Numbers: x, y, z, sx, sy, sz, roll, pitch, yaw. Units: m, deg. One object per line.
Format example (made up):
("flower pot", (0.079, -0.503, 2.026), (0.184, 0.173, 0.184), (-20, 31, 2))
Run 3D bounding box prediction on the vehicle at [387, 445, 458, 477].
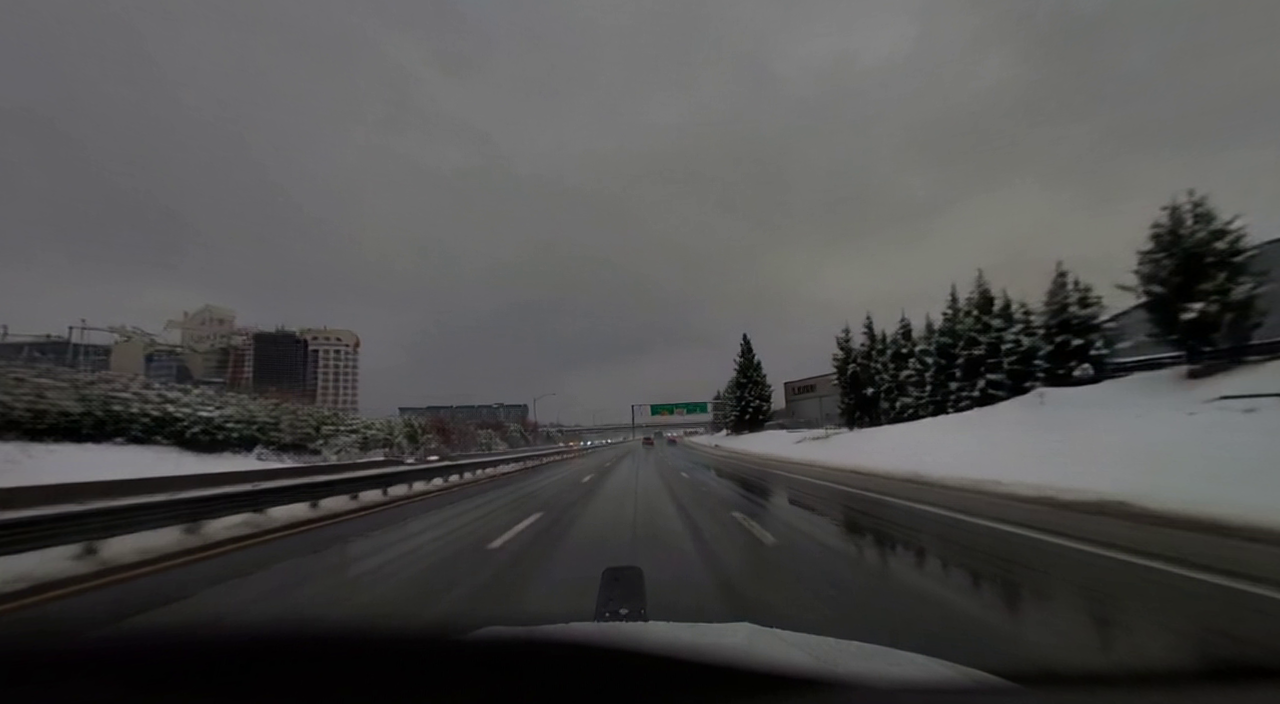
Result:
("vehicle", (-10.876, 5.459, 31.889), (1.894, 1.492, 4.480), (0, -8, 1))
